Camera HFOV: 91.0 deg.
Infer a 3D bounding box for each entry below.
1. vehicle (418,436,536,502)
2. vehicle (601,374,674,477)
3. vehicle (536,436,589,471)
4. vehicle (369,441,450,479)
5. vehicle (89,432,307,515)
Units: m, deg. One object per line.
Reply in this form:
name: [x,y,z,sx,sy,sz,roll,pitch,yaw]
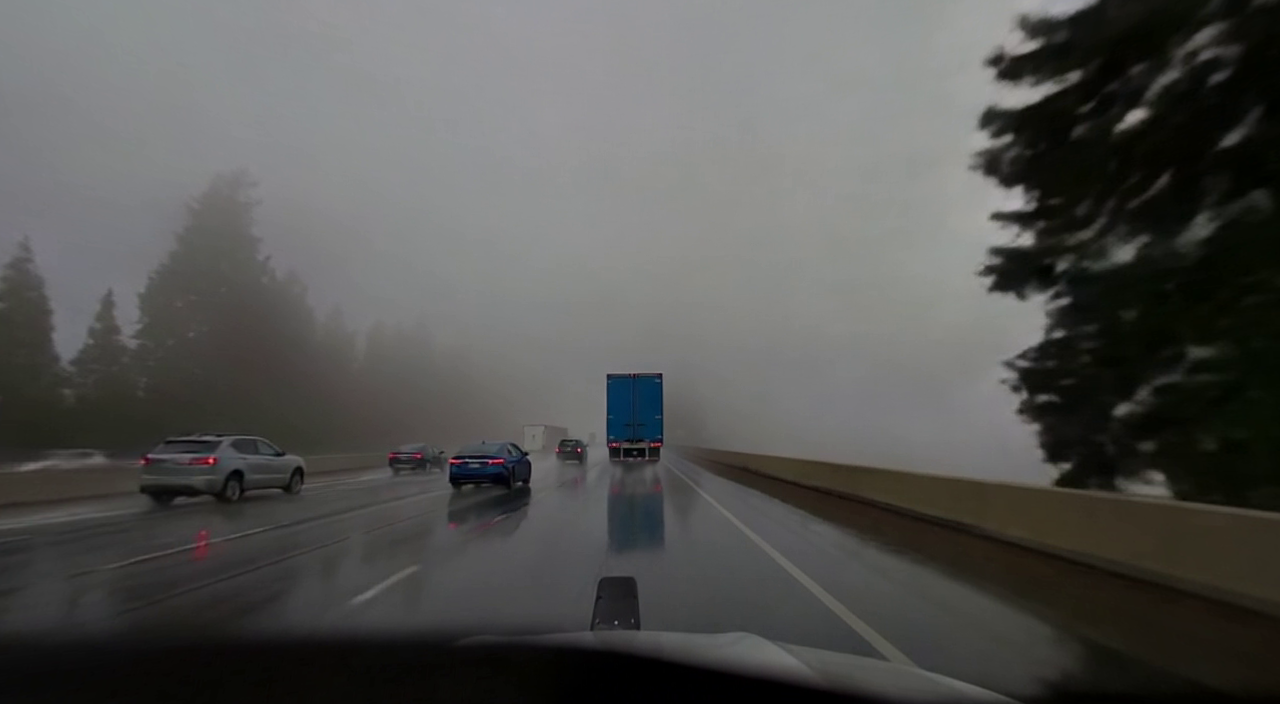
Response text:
vehicle: [-4.285,3.116,17.258,2.164,1.582,3.979,0,-8,0]
vehicle: [-0.309,3.679,30.546,2.913,4.113,10.724,0,-8,-2]
vehicle: [-3.954,5.240,32.675,2.158,1.680,4.087,0,-8,1]
vehicle: [-9.742,4.578,26.993,1.863,1.474,4.278,0,-8,0]
vehicle: [-9.713,2.670,14.359,1.952,1.590,4.090,0,-8,1]
